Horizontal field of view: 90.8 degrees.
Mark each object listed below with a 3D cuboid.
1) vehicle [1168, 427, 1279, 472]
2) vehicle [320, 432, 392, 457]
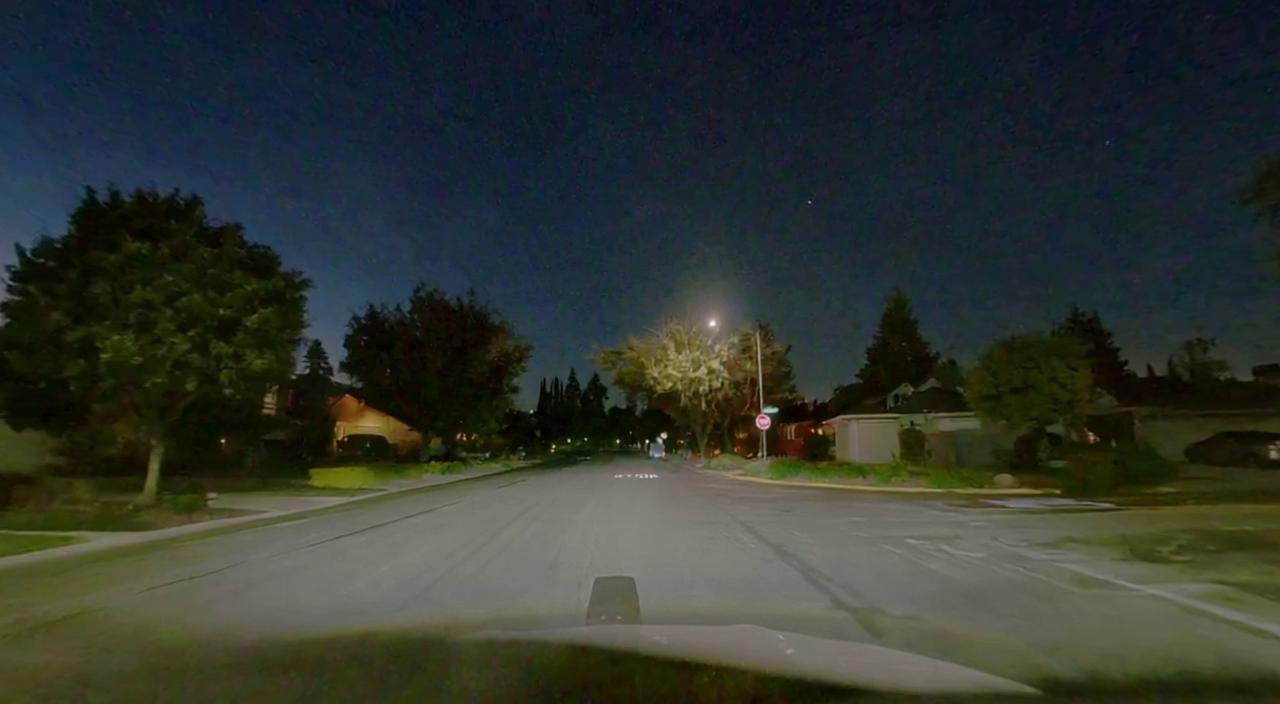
[{"bbox_3d":[23.512,3.789,24.655,1.836,1.588,4.419,0,-9,-2],"label":"vehicle"},{"bbox_3d":[-19.424,6.352,43.413,4.093,1.661,1.765,0,-9,-6],"label":"vehicle"}]
